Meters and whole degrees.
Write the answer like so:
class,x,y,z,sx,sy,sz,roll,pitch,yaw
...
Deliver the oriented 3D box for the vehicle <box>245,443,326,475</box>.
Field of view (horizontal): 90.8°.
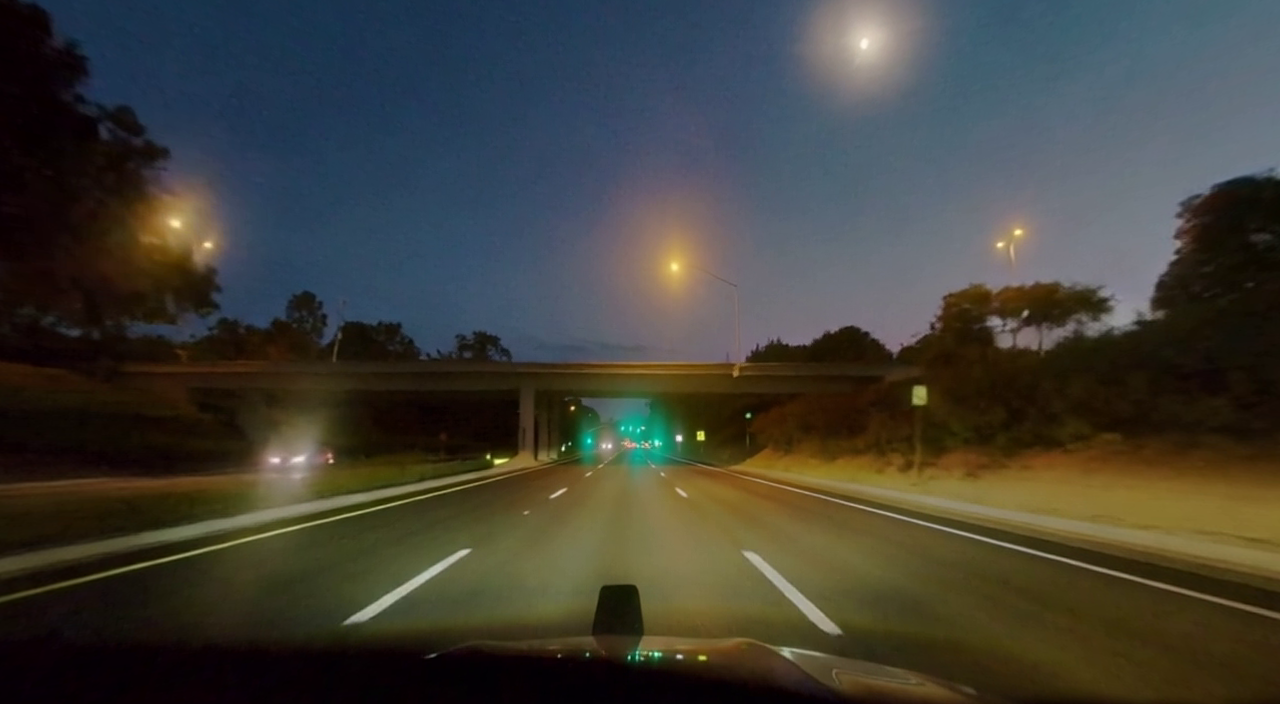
class,x,y,z,sx,sy,sz,roll,pitch,yaw
vehicle,-21.778,6.580,39.114,2.145,1.860,4.909,0,-9,0
